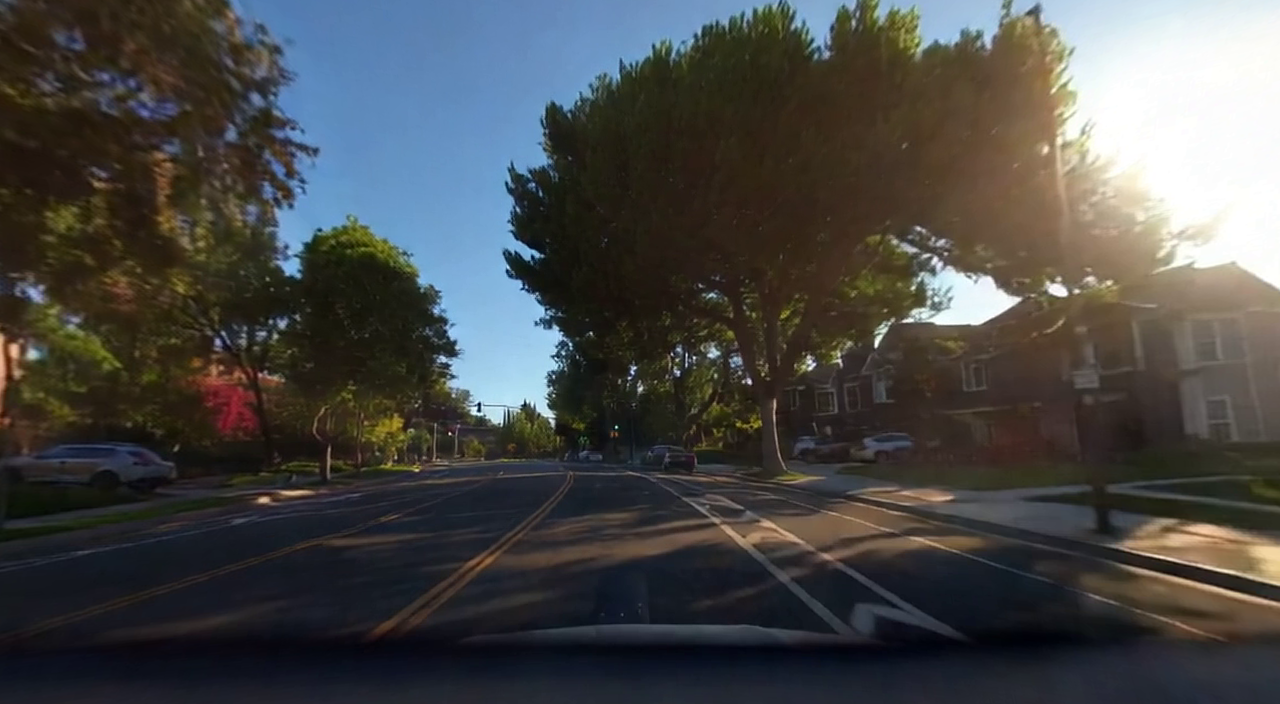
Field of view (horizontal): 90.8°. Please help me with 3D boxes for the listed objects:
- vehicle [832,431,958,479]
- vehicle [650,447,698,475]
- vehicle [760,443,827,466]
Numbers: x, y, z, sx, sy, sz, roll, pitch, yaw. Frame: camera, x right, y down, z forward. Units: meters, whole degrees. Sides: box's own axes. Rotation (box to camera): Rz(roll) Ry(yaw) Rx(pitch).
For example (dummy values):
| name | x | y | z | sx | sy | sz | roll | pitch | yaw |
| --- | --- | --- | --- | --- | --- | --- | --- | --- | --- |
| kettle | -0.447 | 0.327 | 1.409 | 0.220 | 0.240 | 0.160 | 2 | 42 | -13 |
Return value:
| name | x | y | z | sx | sy | sz | roll | pitch | yaw |
| --- | --- | --- | --- | --- | --- | --- | --- | --- | --- |
| vehicle | 11.430 | 4.641 | 28.430 | 4.697 | 1.861 | 2.126 | 0 | -12 | -13 |
| vehicle | 2.100 | 6.874 | 40.194 | 1.997 | 1.618 | 4.119 | 2 | -9 | -13 |
| vehicle | 11.794 | 7.901 | 48.763 | 4.504 | 1.702 | 2.119 | 2 | -9 | -14 |
